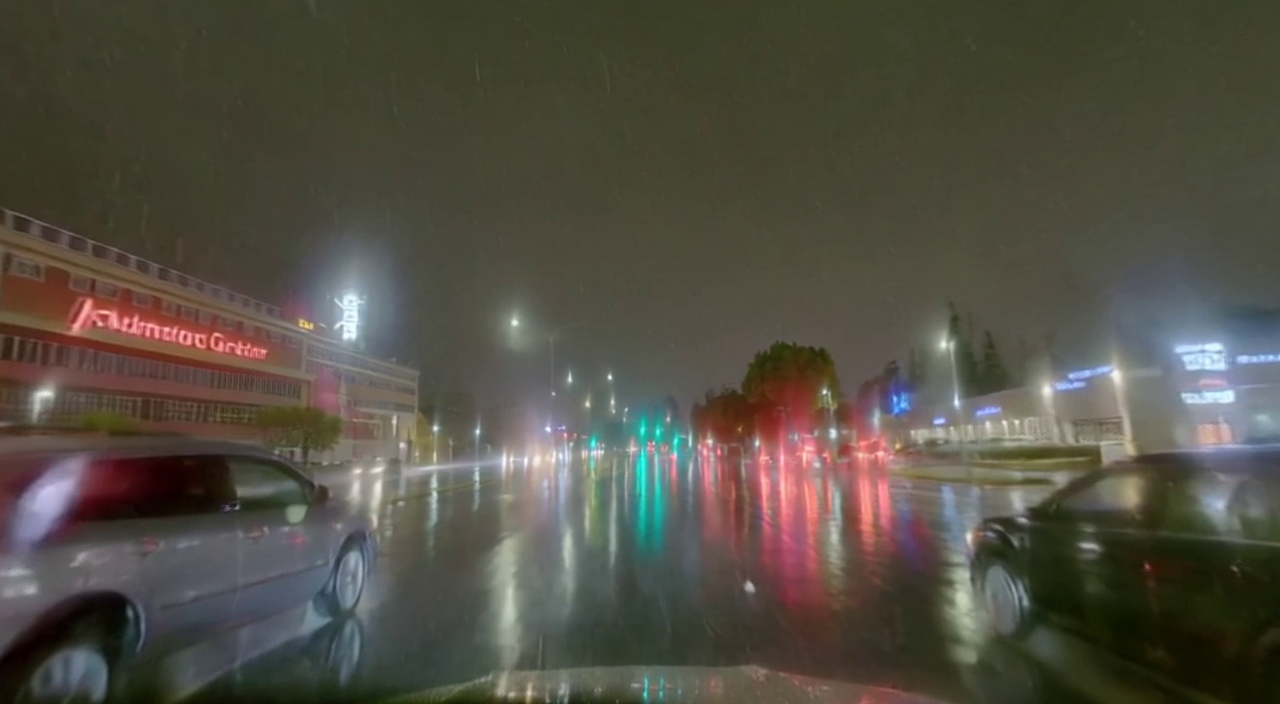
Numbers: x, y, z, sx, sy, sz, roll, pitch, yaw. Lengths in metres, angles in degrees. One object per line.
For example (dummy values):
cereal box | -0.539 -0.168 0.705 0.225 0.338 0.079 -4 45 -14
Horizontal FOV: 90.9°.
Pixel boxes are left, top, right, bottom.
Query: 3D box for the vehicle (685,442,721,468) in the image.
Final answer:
vehicle | 4.276 7.094 43.509 2.007 1.683 4.171 0 -9 -1

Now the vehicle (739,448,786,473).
vehicle | 7.641 6.780 39.726 1.976 1.469 4.576 0 -9 -1

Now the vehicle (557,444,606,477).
vehicle | -2.856 5.394 31.705 1.917 1.511 4.436 -1 -9 1

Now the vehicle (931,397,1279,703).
vehicle | 3.323 0.974 2.674 1.981 1.499 4.536 0 -9 0

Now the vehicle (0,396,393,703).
vehicle | -3.454 1.085 3.381 2.155 1.504 4.776 -1 -9 2
